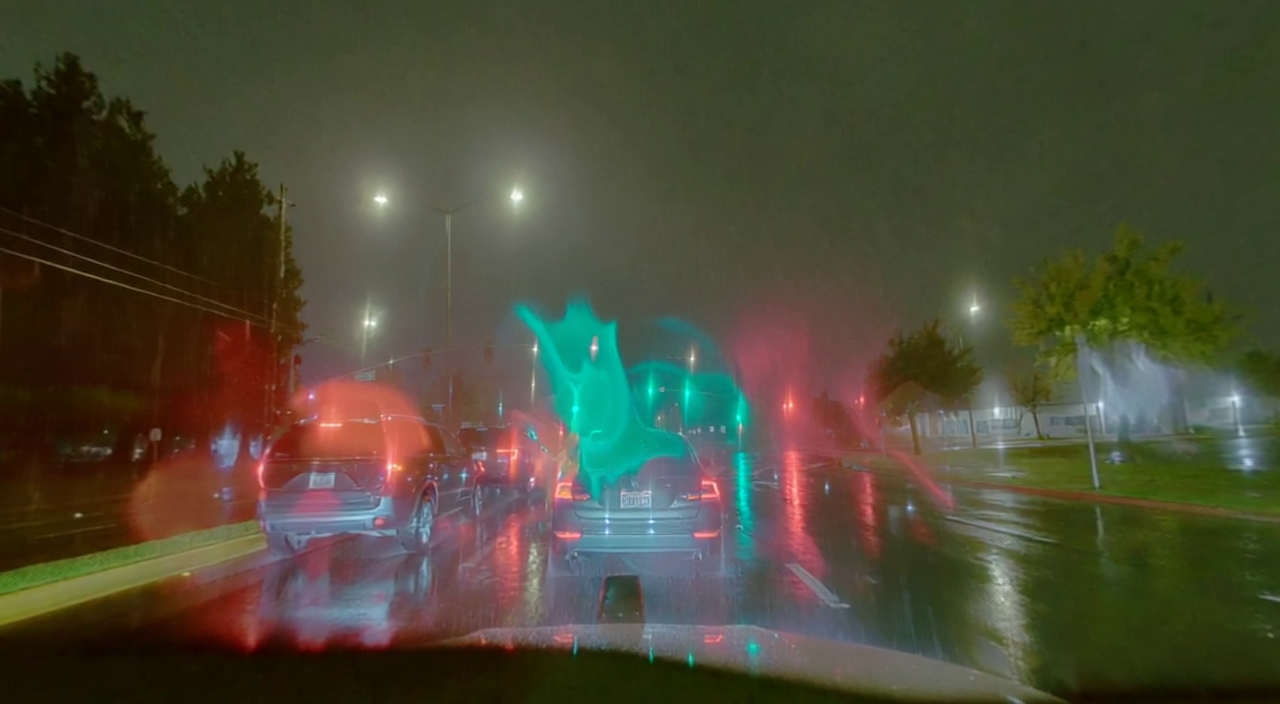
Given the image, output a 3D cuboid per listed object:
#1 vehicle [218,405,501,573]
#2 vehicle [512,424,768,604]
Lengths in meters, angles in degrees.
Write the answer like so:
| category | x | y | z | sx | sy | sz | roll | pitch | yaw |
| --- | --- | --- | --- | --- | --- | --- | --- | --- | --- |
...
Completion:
| category | x | y | z | sx | sy | sz | roll | pitch | yaw |
| --- | --- | --- | --- | --- | --- | --- | --- | --- | --- |
| vehicle | -3.424 | 1.754 | 8.824 | 2.046 | 1.751 | 4.208 | 0 | -8 | -1 |
| vehicle | -0.053 | 1.642 | 7.312 | 2.126 | 1.475 | 3.967 | 0 | -8 | -2 |
